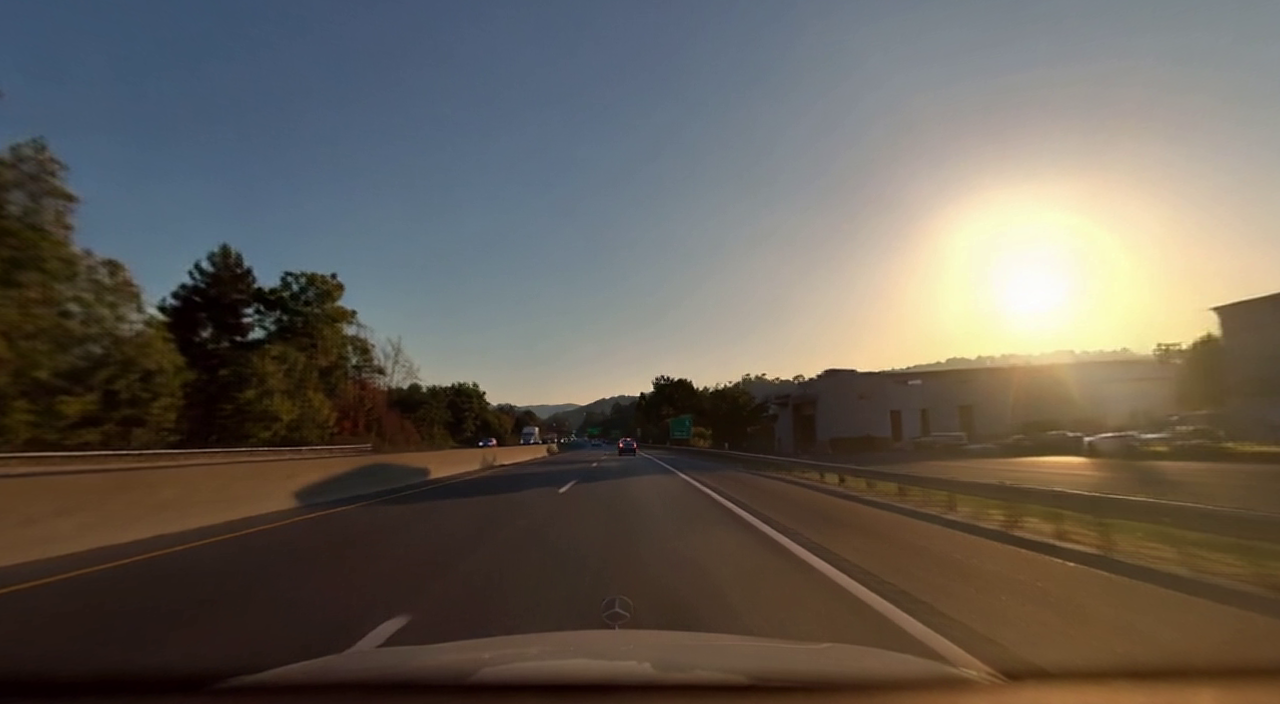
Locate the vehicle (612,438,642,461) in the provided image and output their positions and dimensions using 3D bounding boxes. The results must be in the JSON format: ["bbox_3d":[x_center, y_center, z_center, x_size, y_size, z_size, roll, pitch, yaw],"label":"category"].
[{"bbox_3d":[-0.966,6.917,44.808,2.099,1.504,3.843,0,-8,-2],"label":"vehicle"}]
